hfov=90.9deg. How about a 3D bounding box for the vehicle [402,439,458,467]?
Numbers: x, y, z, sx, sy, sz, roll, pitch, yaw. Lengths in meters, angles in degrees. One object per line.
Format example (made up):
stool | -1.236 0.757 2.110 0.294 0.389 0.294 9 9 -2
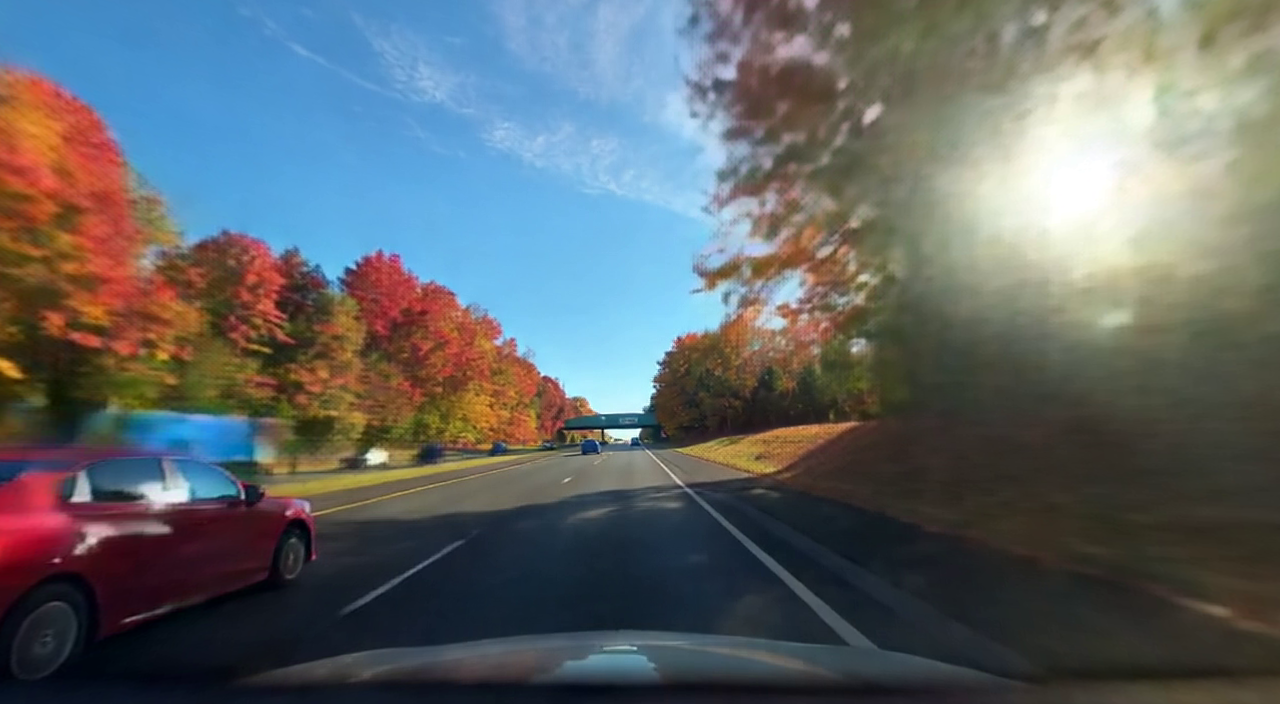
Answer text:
vehicle | -12.197 5.865 36.831 1.866 1.524 4.097 0 -8 0

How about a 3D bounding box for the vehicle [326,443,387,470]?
vehicle | -16.728 6.164 37.396 1.783 1.466 3.797 0 -8 1

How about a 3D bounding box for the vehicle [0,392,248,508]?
vehicle | -12.196 2.275 14.825 2.283 2.179 5.710 0 -8 -1
